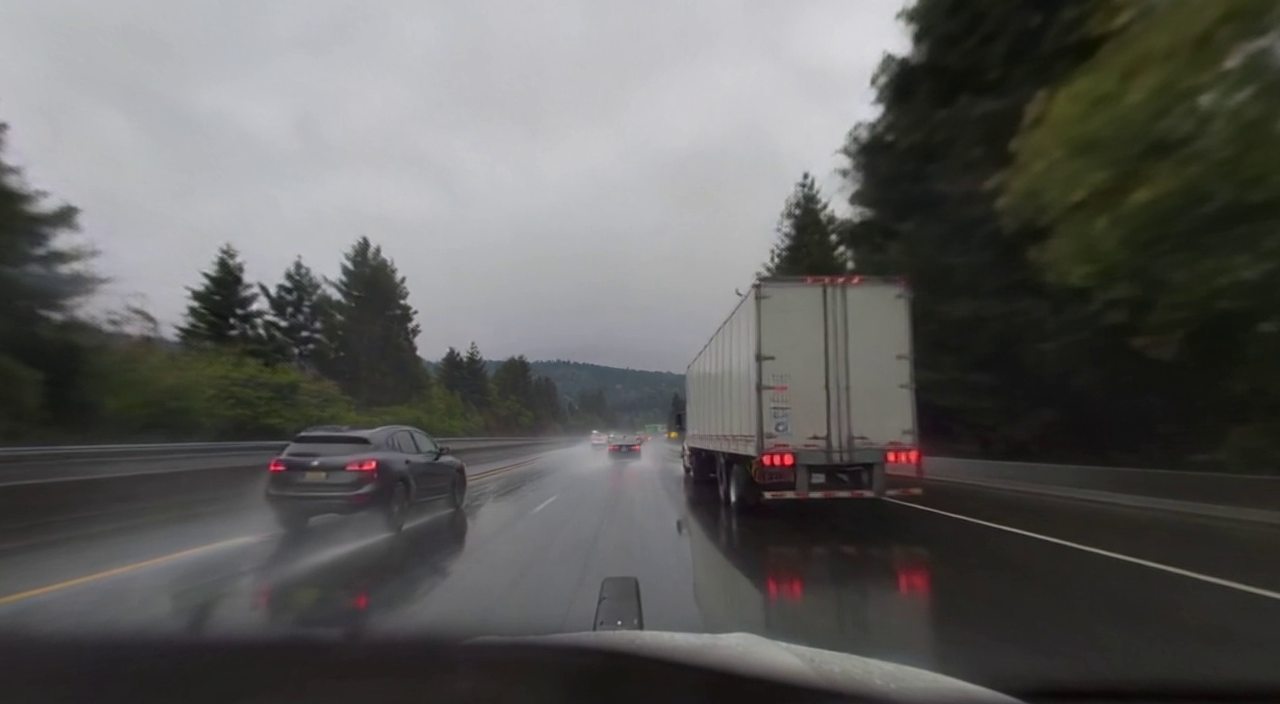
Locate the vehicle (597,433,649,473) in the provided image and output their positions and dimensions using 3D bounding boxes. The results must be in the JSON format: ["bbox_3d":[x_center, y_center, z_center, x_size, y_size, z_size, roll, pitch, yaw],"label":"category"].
[{"bbox_3d":[-0.704,4.297,27.072,2.048,1.563,4.087,0,-8,-1],"label":"vehicle"}]

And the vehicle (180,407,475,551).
[{"bbox_3d":[-4.363,1.846,9.908,2.264,1.699,4.648,0,-8,0],"label":"vehicle"}]

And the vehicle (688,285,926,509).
[{"bbox_3d":[3.583,1.795,18.803,2.946,4.111,14.652,0,-8,-1],"label":"vehicle"}]
